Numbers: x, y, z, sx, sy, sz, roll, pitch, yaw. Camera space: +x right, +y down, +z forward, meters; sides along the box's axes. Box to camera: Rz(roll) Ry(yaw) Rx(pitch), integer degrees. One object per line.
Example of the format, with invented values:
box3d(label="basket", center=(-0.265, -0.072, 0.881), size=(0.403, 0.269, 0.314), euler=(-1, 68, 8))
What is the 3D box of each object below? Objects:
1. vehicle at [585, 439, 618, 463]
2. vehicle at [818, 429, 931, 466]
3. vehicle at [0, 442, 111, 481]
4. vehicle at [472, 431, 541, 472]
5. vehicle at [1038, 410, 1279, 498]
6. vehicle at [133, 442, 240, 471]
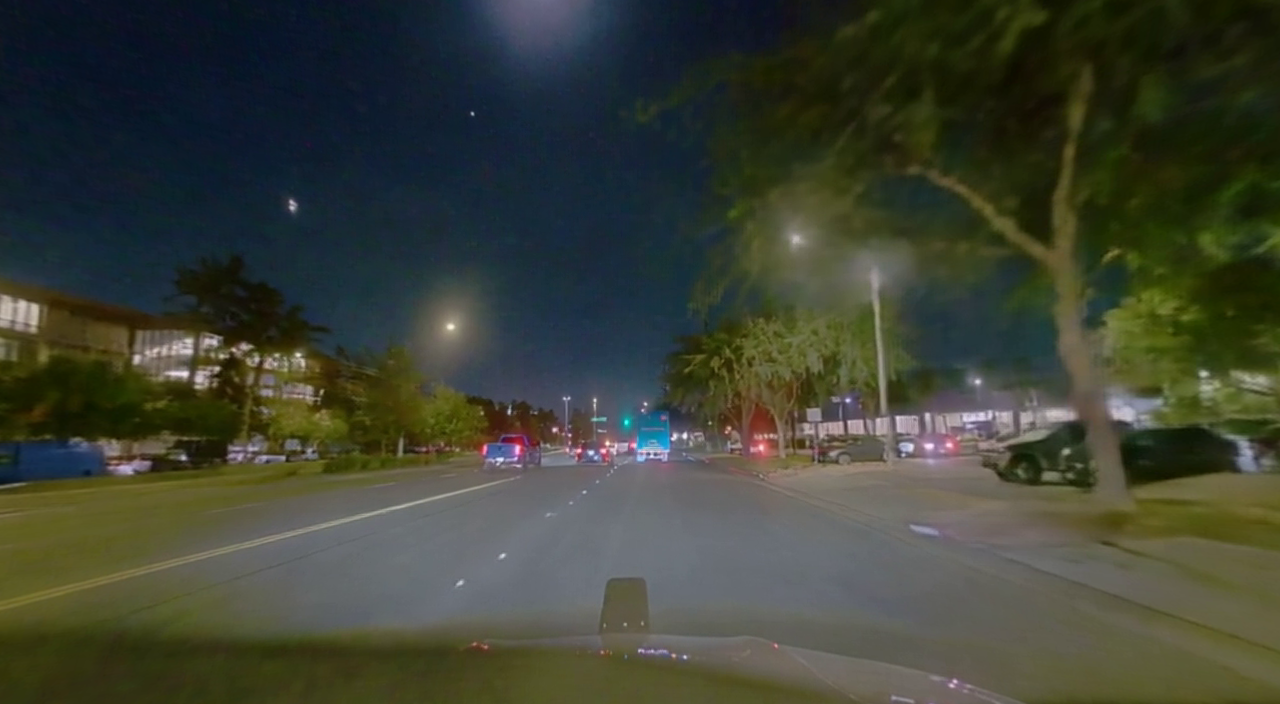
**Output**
box3d(label="vehicle", center=(-2.822, 7.457, 47.652), size=(2.114, 1.663, 4.381), euler=(0, -8, 1))
box3d(label="vehicle", center=(10.578, 4.366, 28.699), size=(4.346, 1.595, 1.964), euler=(0, -9, 0))
box3d(label="vehicle", center=(-34.070, 6.147, 35.534), size=(6.393, 2.108, 2.467), euler=(-1, -9, 4))
box3d(label="vehicle", center=(-6.632, 5.043, 32.013), size=(2.149, 1.893, 5.187), euler=(-1, -8, 2))
box3d(label="vehicle", center=(11.326, 2.114, 13.144), size=(4.655, 1.688, 1.876), euler=(-1, -9, 2))
box3d(label="vehicle", center=(-34.029, 7.849, 47.417), size=(6.188, 2.110, 2.333), euler=(0, -9, 2))
